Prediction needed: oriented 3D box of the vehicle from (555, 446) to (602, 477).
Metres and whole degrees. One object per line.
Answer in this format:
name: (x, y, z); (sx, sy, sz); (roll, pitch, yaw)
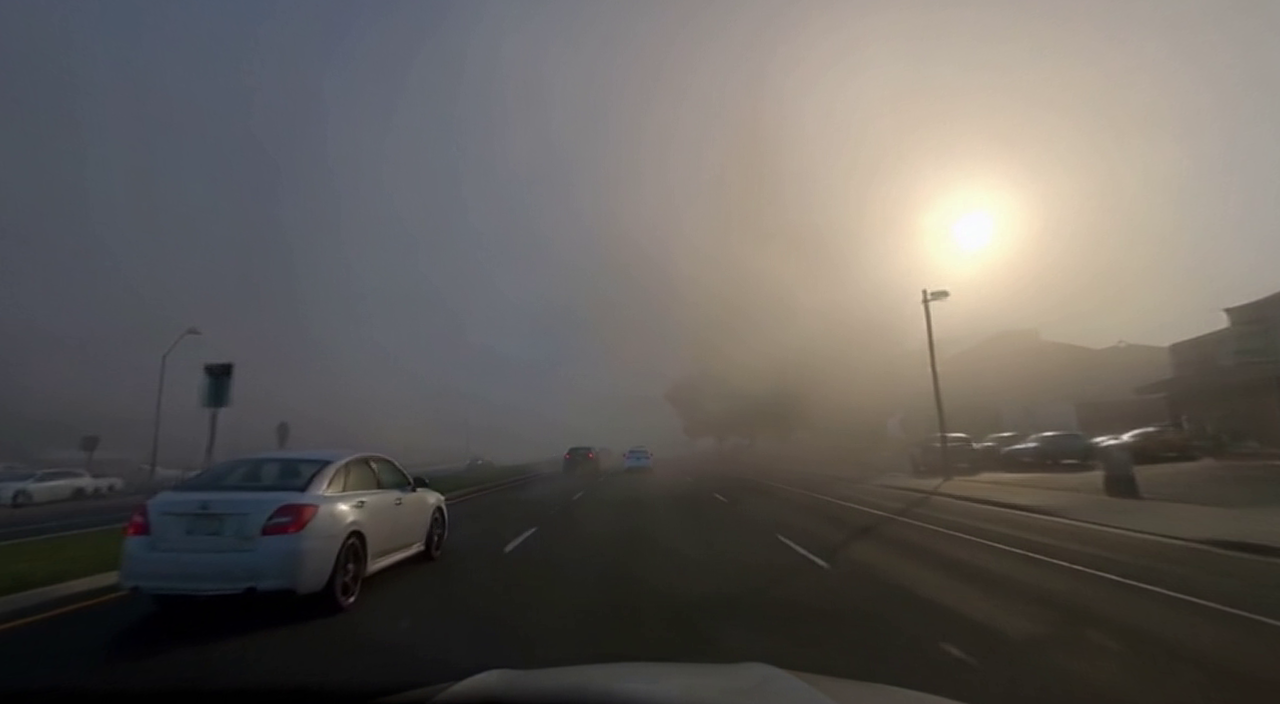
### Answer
vehicle: (-3.140, 5.679, 33.028); (1.939, 1.496, 4.309); (0, -9, 1)

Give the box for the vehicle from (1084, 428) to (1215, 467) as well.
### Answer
vehicle: (21.456, 4.064, 26.796); (1.807, 1.519, 4.550); (0, -9, 1)

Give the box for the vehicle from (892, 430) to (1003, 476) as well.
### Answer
vehicle: (12.973, 4.328, 27.044); (2.072, 1.769, 5.000); (0, -9, -2)

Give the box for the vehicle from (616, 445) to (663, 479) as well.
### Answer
vehicle: (-0.020, 5.053, 29.128); (2.019, 1.459, 4.005); (0, -9, 0)

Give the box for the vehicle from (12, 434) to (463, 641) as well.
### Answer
vehicle: (-3.548, 1.685, 6.796); (2.003, 1.488, 4.282); (0, -9, 0)

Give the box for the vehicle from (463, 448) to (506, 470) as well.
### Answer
vehicle: (-12.162, 8.335, 49.442); (2.075, 1.636, 4.464); (-1, -9, 2)

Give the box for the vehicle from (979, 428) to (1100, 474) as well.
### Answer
vehicle: (16.227, 4.067, 25.957); (1.930, 1.713, 4.756); (0, -9, 1)
